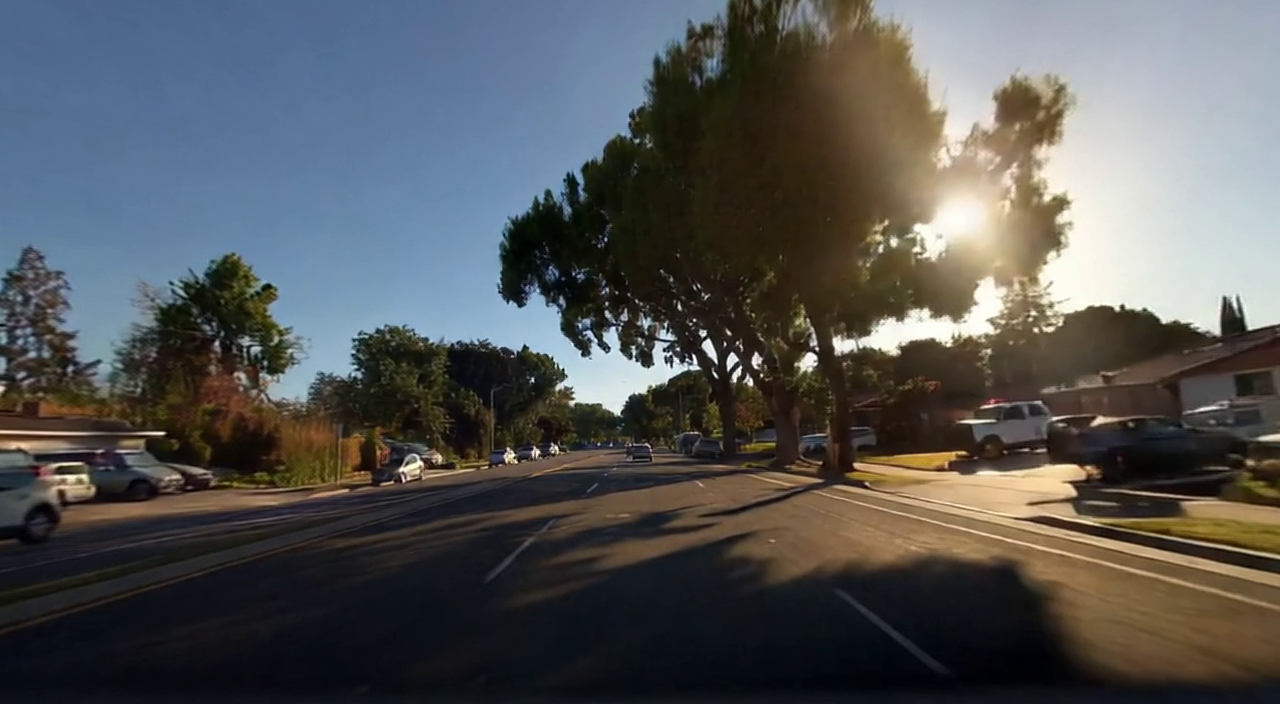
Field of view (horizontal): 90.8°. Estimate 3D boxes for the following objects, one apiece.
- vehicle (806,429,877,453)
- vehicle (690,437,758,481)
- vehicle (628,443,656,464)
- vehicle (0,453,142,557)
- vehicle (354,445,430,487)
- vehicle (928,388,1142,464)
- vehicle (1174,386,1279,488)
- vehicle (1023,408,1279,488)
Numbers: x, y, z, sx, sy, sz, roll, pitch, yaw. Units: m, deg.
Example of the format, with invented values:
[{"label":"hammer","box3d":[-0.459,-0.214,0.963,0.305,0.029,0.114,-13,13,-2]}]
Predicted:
[{"label":"vehicle","box3d":[13.624,6.039,42.940,4.162,1.544,1.812,0,-8,-4]},{"label":"vehicle","box3d":[3.164,4.103,24.541,1.983,1.557,4.078,0,-8,-1]},{"label":"vehicle","box3d":[0.104,7.757,48.510,1.989,1.500,4.141,0,-8,-1]},{"label":"vehicle","box3d":[-11.750,2.711,11.322,1.822,1.699,4.791,0,-8,-2]},{"label":"vehicle","box3d":[-11.769,5.413,30.340,1.954,1.828,4.466,0,-8,-2]},{"label":"vehicle","box3d":[13.003,2.494,21.127,5.472,2.340,2.418,0,-8,-2]},{"label":"vehicle","box3d":[12.560,1.536,11.457,3.964,1.690,1.863,0,-8,0]},{"label":"vehicle","box3d":[11.618,2.106,13.970,4.861,1.444,2.119,-2,-9,-1]}]
